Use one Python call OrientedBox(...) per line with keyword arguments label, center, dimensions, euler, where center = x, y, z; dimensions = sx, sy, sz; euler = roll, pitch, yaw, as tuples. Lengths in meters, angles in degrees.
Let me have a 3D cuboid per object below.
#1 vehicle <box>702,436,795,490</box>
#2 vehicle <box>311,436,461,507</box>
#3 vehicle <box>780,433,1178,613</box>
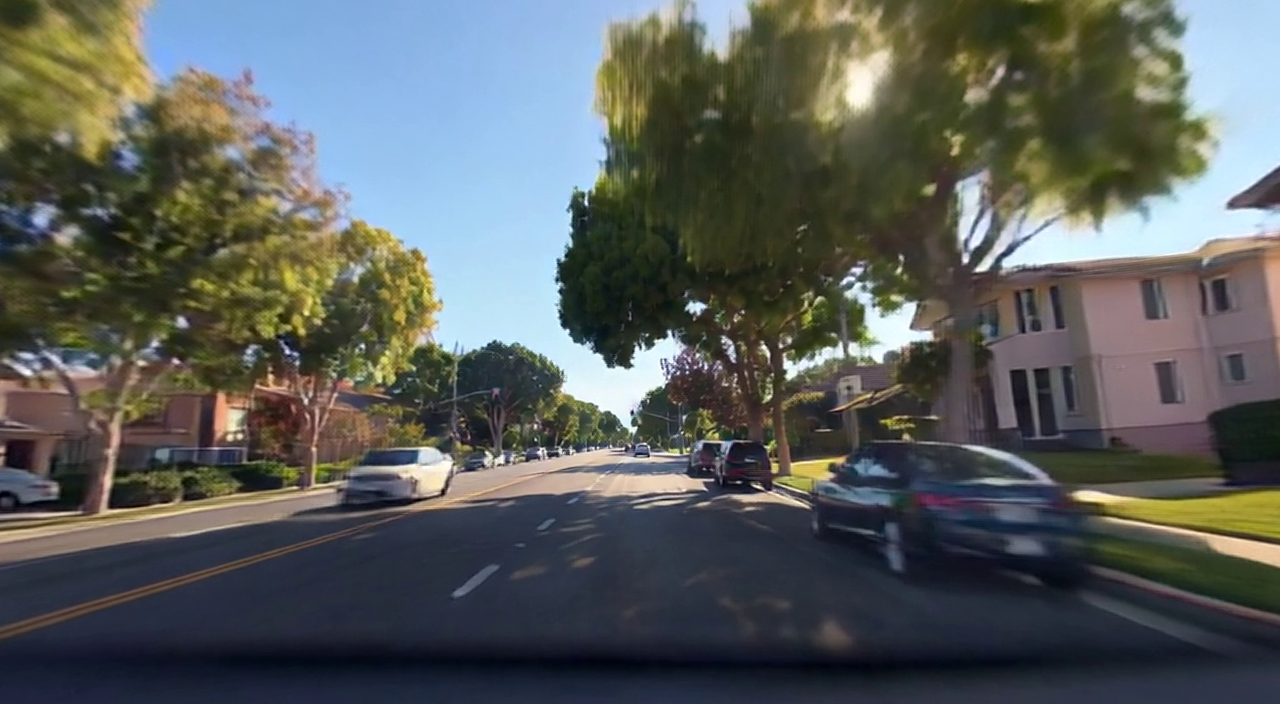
OrientedBox(label="vehicle", center=(3.449, 3.647, 21.172), dimensions=(2.034, 1.551, 5.272), euler=(0, -9, -2))
OrientedBox(label="vehicle", center=(-7.132, 3.403, 18.554), dimensions=(2.120, 1.726, 5.445), euler=(-1, -8, 0))
OrientedBox(label="vehicle", center=(3.430, 1.830, 7.938), dimensions=(2.158, 1.477, 5.135), euler=(-1, -9, 0))
